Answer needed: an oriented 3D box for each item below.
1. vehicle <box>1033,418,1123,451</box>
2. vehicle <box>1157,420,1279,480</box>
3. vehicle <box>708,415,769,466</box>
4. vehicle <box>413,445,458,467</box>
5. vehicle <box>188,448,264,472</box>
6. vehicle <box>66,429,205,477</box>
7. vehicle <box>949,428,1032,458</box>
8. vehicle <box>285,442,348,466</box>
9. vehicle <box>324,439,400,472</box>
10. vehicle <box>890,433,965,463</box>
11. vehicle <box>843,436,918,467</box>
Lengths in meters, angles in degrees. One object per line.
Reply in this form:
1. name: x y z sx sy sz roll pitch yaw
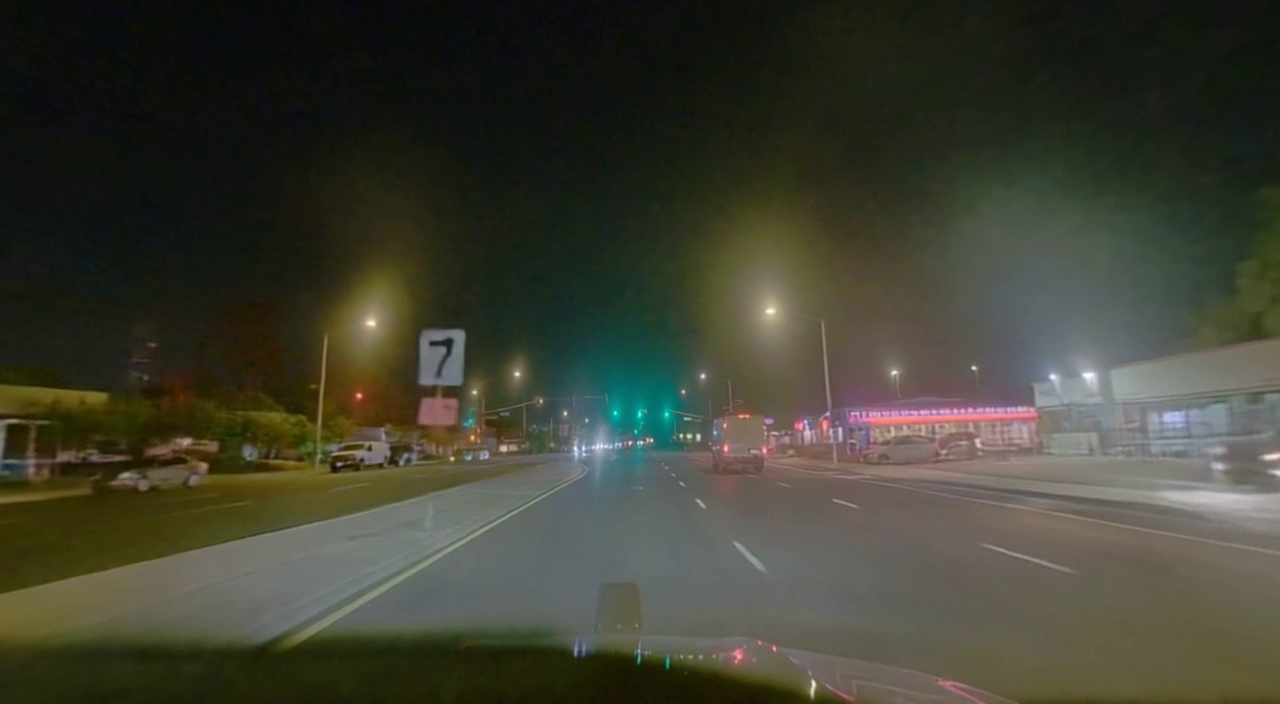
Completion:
1. vehicle: 24.000 4.593 34.727 1.888 1.678 4.074 0 -8 -3
2. vehicle: 17.696 2.747 17.995 1.957 1.501 4.308 -2 -7 -3
3. vehicle: 6.576 6.085 43.113 2.802 3.208 7.459 0 -8 -1
4. vehicle: -15.031 7.654 46.479 1.917 1.577 3.995 0 -8 1
5. vehicle: -26.412 6.887 40.391 1.847 1.464 4.374 0 -8 1
6. vehicle: -28.070 5.621 35.175 5.877 2.508 2.394 -1 -9 7
7. vehicle: 19.037 4.990 34.447 1.882 1.537 4.418 0 -8 -2
8. vehicle: -24.435 7.706 47.750 2.039 1.653 4.603 -1 -8 5
9. vehicle: -18.567 6.914 42.498 2.390 1.995 5.895 0 -8 0
10. vehicle: 15.752 5.312 34.756 1.899 1.517 4.378 0 -9 -3
11. vehicle: 12.805 5.324 33.855 2.079 1.541 4.801 0 -8 0
